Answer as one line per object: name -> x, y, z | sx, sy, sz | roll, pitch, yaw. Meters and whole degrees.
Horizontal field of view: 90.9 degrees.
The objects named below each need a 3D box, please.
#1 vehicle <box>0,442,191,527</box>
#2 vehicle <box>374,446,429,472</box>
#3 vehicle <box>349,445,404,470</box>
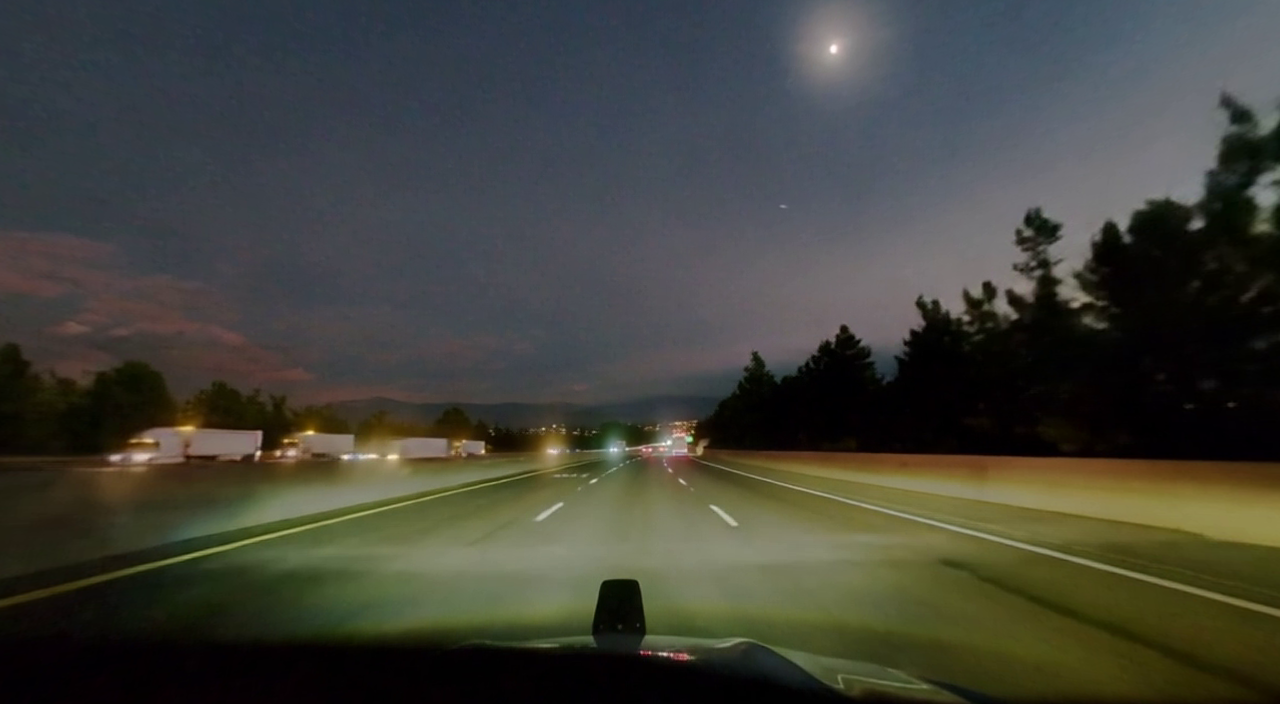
vehicle -> -11.910, 2.658, 13.154 | 1.865, 1.461, 4.310 | 0, -9, 0
vehicle -> -15.230, 6.858, 40.512 | 1.824, 1.545, 4.057 | -1, -9, 2
vehicle -> -19.055, 7.645, 45.740 | 2.017, 1.682, 4.394 | 0, -9, 1
